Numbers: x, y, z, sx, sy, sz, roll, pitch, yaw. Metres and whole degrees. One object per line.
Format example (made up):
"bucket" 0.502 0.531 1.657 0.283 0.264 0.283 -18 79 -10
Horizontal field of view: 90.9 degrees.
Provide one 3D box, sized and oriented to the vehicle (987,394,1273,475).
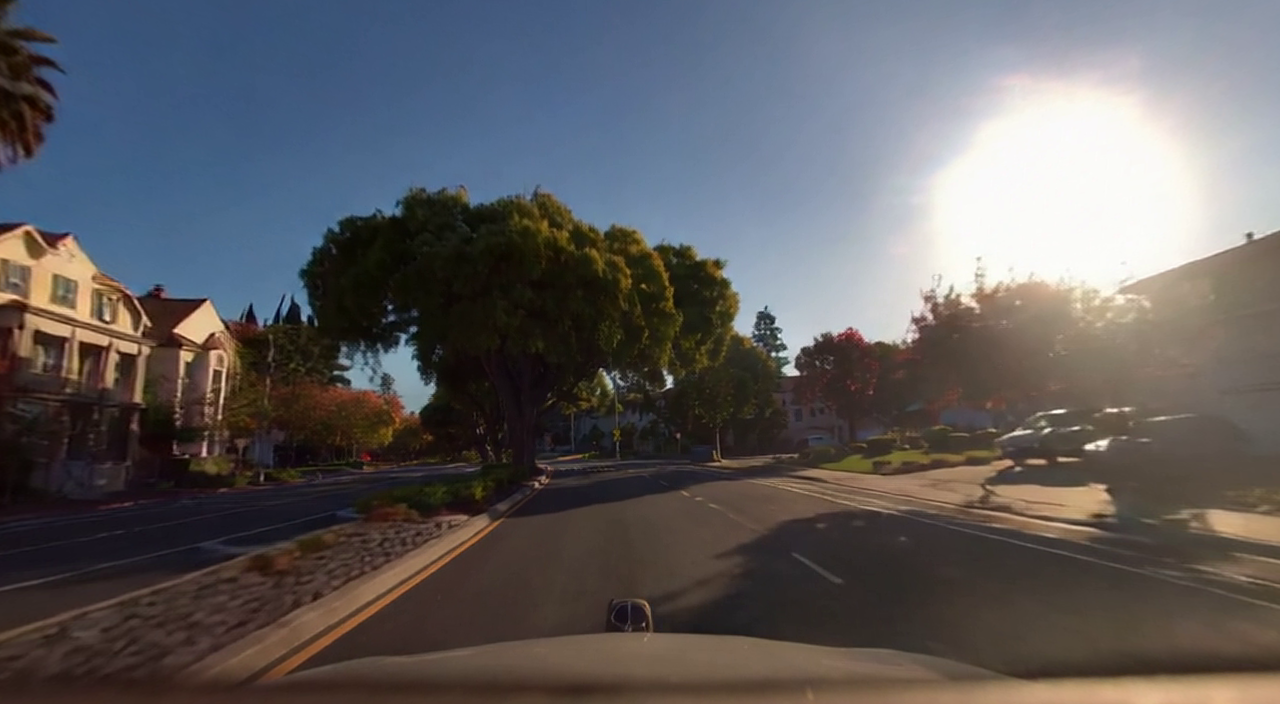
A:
"vehicle" 13.871 2.487 18.485 6.051 2.092 2.231 -3 -11 19
